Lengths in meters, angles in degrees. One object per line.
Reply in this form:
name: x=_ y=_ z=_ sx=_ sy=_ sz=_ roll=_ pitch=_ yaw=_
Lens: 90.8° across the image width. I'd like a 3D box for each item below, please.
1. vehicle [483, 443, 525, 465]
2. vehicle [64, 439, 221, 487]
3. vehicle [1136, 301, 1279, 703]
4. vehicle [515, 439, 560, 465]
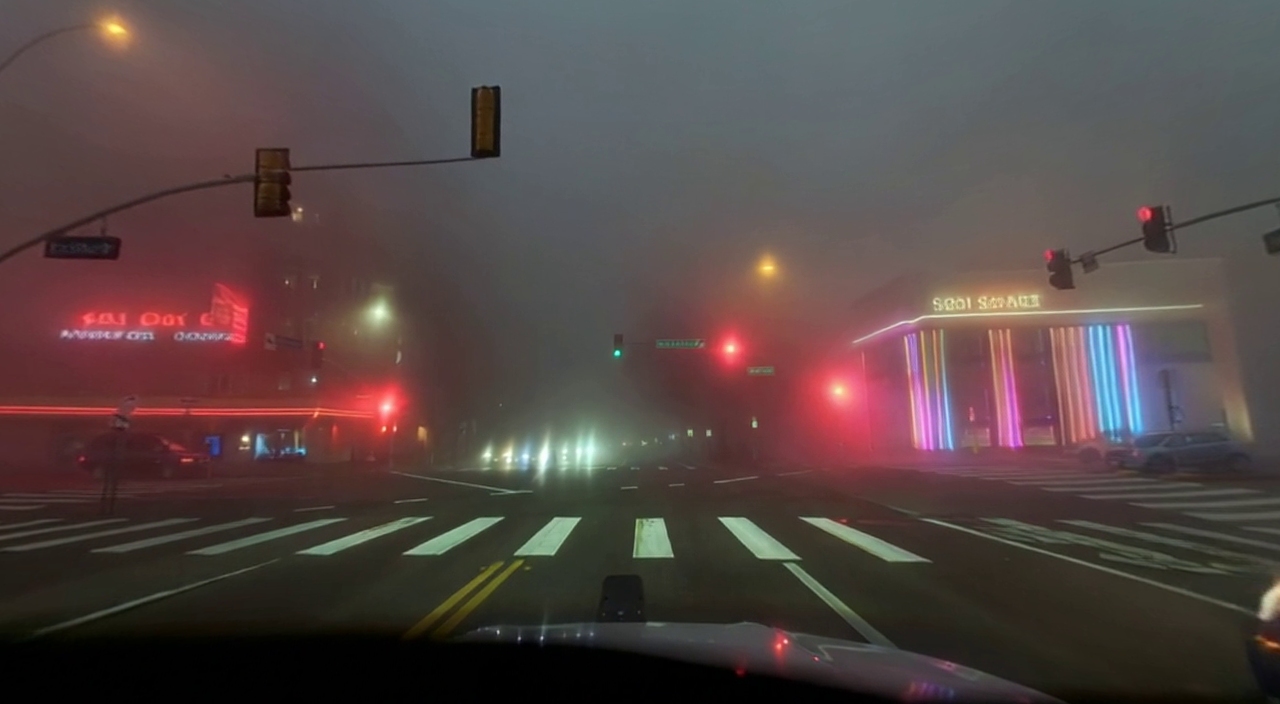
vehicle: x=-9.935 y=7.465 z=46.421 sx=2.106 sy=1.505 sz=4.228 roll=0 pitch=-9 yaw=0
vehicle: x=-21.209 y=4.702 z=27.041 sx=5.161 sy=1.910 sz=2.275 roll=-2 pitch=-9 yaw=11
vehicle: x=2.935 y=0.431 z=0.124 sx=2.049 sy=1.691 sz=4.447 roll=0 pitch=-9 yaw=1
vehicle: x=-6.882 y=6.803 z=43.087 sx=2.181 sy=1.703 sz=4.512 roll=-1 pitch=-9 yaw=2
